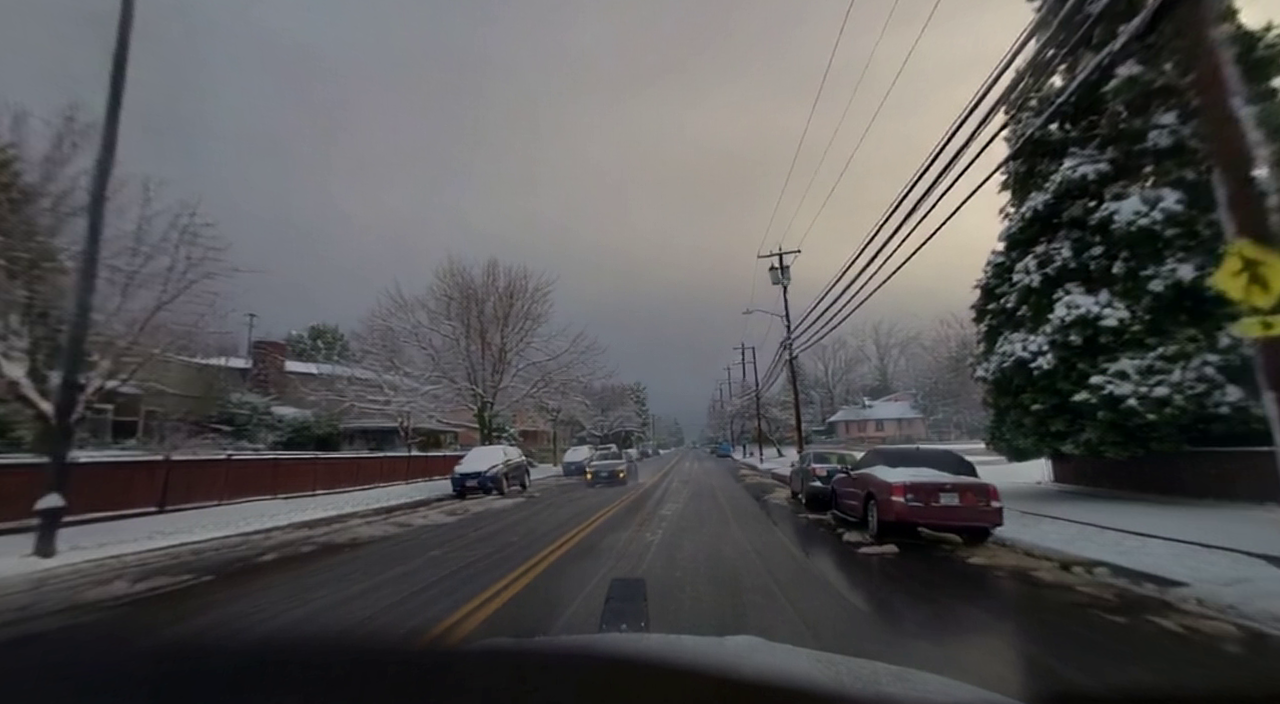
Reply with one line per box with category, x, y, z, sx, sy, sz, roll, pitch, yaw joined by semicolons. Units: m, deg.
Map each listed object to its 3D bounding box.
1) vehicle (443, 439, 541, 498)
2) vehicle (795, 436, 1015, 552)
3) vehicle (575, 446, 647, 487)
vehicle;-5.023;3.996;22.087;2.027;1.695;4.437;-4;-8;4
vehicle;4.022;2.191;10.585;2.014;1.482;4.599;-1;-8;5
vehicle;-1.035;4.486;25.154;2.079;1.441;4.541;-1;-8;7
